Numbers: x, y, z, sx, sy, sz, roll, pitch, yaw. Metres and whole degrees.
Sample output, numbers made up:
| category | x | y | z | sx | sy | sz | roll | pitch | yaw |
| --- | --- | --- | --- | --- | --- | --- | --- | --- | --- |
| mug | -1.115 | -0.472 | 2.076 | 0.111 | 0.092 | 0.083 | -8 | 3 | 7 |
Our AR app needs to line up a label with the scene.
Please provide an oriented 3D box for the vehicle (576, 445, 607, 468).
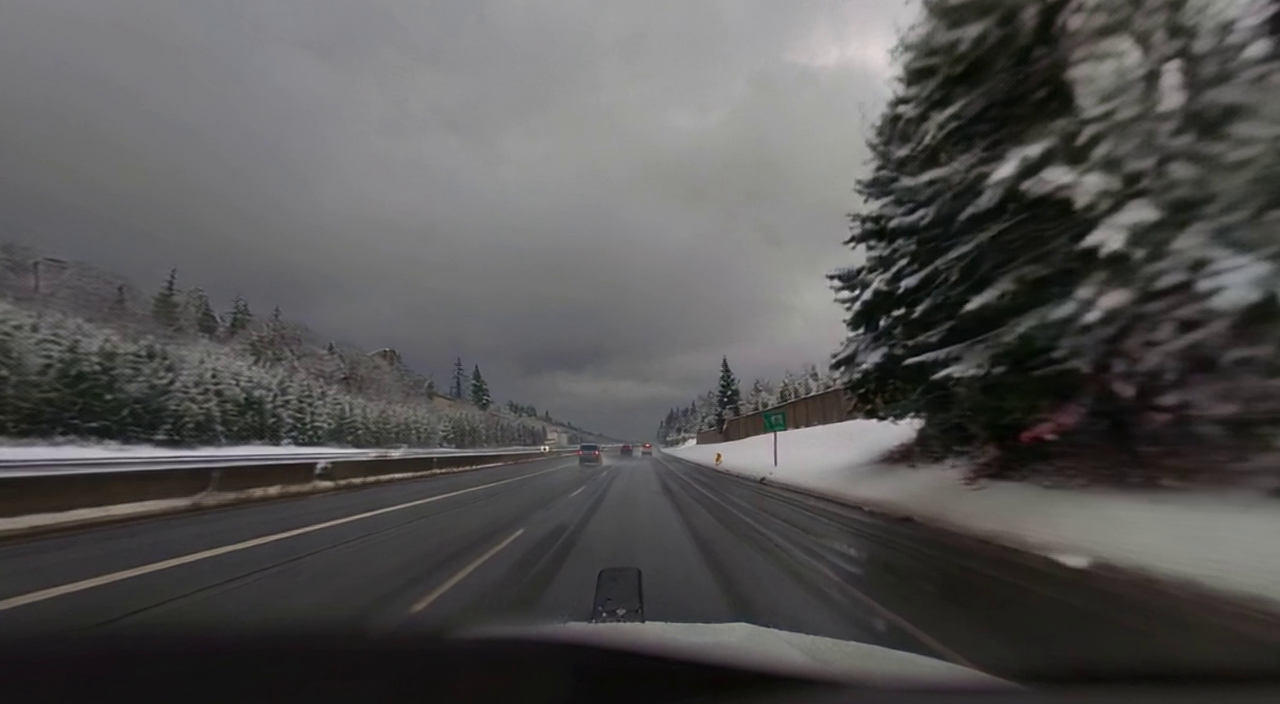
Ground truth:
| category | x | y | z | sx | sy | sz | roll | pitch | yaw |
| --- | --- | --- | --- | --- | --- | --- | --- | --- | --- |
| vehicle | -3.497 | 7.582 | 45.819 | 1.921 | 1.536 | 3.920 | 0 | -9 | 0 |

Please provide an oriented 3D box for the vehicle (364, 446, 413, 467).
| category | x | y | z | sx | sy | sz | roll | pitch | yaw |
| --- | --- | --- | --- | --- | --- | --- | --- | --- | --- |
| vehicle | -18.832 | 7.817 | 47.438 | 1.823 | 1.458 | 4.400 | 0 | -9 | 1 |
